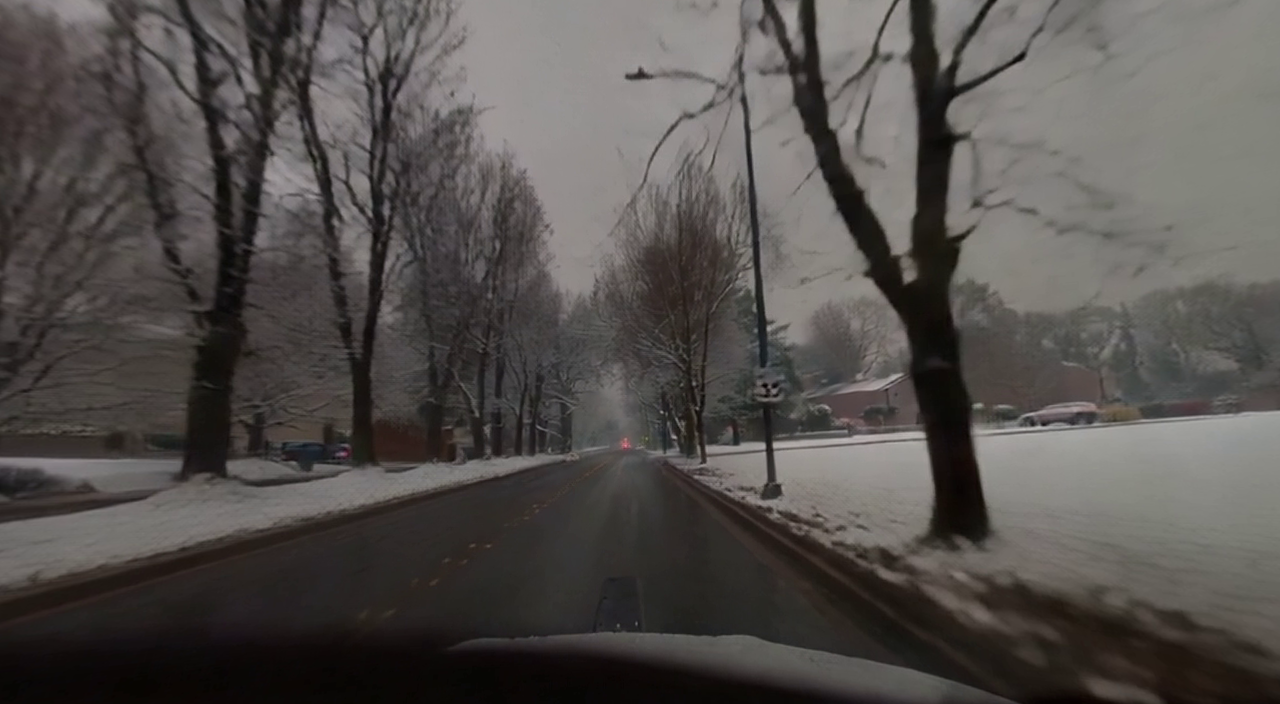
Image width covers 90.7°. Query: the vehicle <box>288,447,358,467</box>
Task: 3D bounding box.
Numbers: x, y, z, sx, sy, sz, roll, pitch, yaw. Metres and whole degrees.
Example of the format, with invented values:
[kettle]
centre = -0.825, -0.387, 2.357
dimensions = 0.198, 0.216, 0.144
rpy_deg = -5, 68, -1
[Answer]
[vehicle]
centre = -24.872, 8.252, 49.726
dimensions = 4.440, 1.460, 1.819
rpy_deg = 0, -8, 0
